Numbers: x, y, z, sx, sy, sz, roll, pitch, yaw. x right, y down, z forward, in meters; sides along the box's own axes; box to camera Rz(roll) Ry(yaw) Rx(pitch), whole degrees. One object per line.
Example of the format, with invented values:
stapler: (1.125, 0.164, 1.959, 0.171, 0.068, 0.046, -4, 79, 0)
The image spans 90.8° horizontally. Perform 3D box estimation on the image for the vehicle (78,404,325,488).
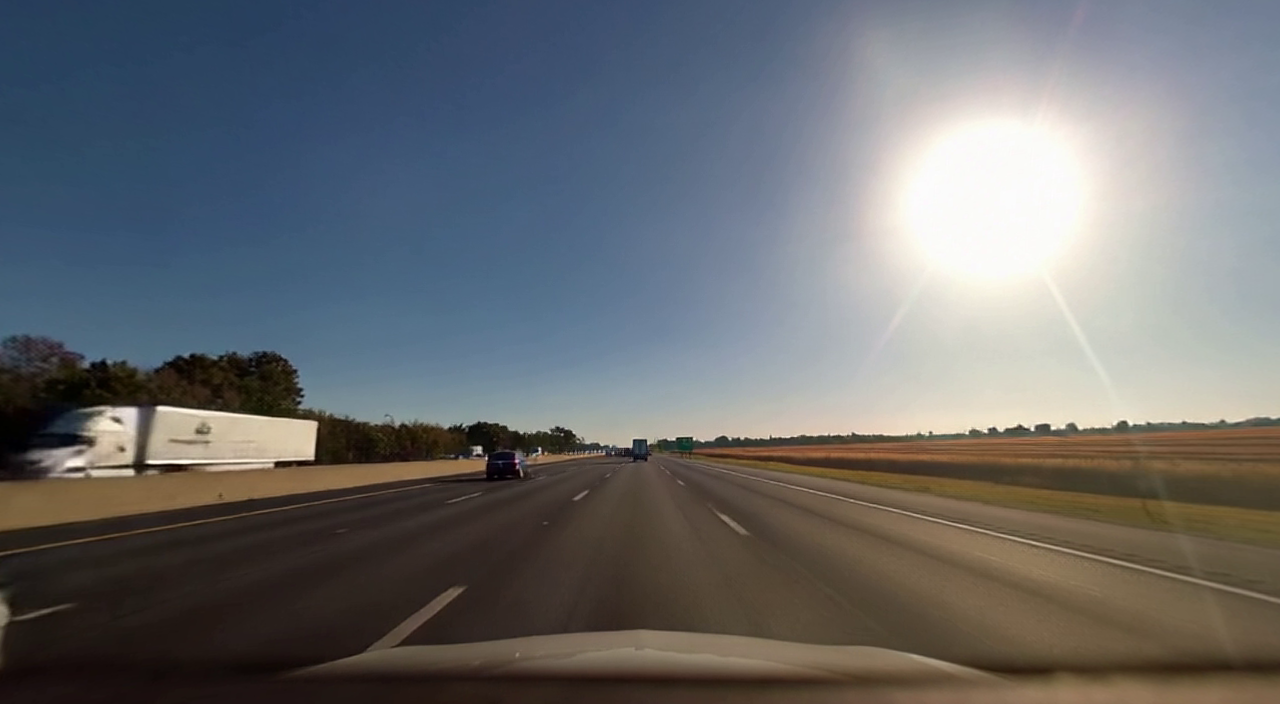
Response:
vehicle: (-24.316, 5.648, 37.445, 3.210, 3.820, 16.949, 0, -9, -2)

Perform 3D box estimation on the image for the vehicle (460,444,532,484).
vehicle: (-6.608, 5.198, 29.614, 2.234, 1.698, 4.634, 0, -9, 1)
